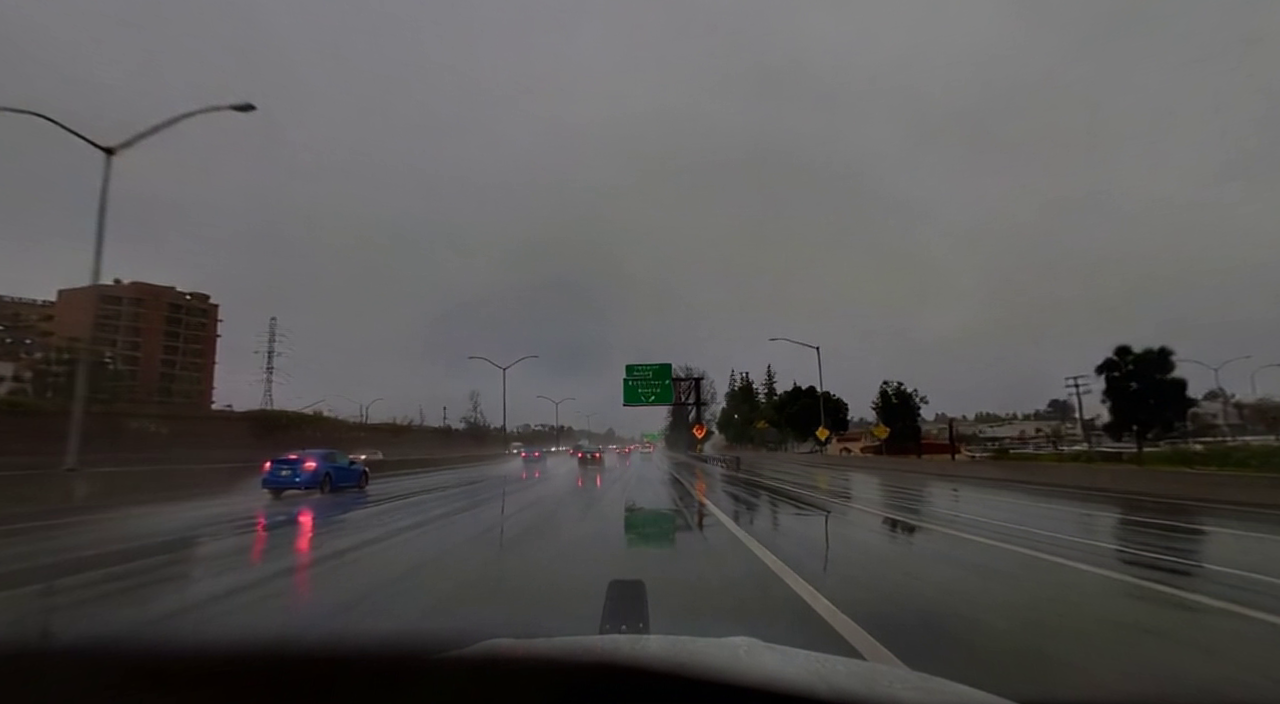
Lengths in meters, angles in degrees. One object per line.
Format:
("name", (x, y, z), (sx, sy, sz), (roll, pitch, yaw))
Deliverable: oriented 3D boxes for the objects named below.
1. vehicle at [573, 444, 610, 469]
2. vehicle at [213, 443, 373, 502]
("vehicle", (-3.155, 6.874, 41.726), (2.050, 1.479, 4.342), (0, -8, 0))
("vehicle", (-10.149, 3.517, 19.021), (2.002, 1.526, 4.822), (0, -8, 1))
